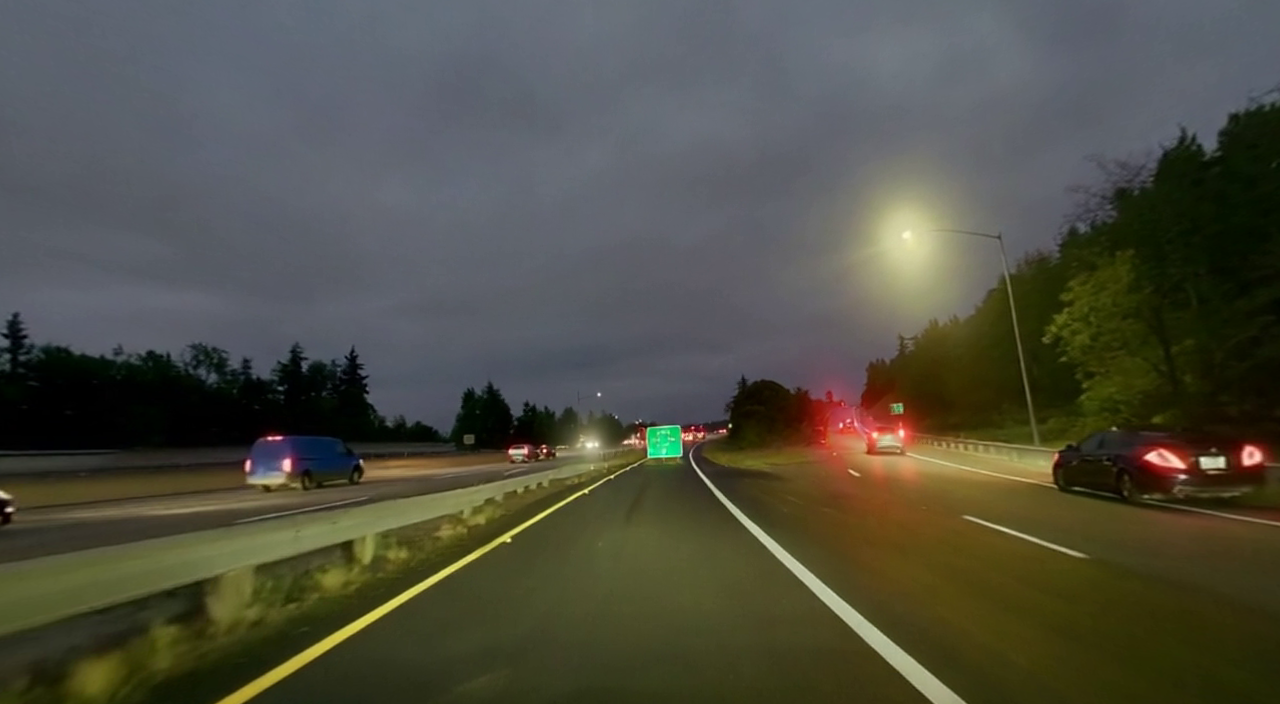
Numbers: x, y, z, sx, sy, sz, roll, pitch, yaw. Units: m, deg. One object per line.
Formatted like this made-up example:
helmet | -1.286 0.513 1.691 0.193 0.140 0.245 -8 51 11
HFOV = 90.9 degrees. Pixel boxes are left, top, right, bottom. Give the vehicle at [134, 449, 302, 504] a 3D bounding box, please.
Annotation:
vehicle | -13.419 3.950 20.458 2.747 1.505 3.932 -1 -8 0

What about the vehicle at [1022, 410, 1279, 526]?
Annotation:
vehicle | 9.177 2.007 11.480 2.098 1.654 4.637 -2 -8 9

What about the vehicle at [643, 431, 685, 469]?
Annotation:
vehicle | 1.248 5.192 33.688 2.043 1.821 4.558 -1 -8 1

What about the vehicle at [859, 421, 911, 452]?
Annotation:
vehicle | 15.238 5.287 39.542 2.167 1.798 4.838 -2 -8 11

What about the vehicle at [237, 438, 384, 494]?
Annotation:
vehicle | -13.054 4.512 25.682 2.298 1.964 6.364 -1 -8 3
